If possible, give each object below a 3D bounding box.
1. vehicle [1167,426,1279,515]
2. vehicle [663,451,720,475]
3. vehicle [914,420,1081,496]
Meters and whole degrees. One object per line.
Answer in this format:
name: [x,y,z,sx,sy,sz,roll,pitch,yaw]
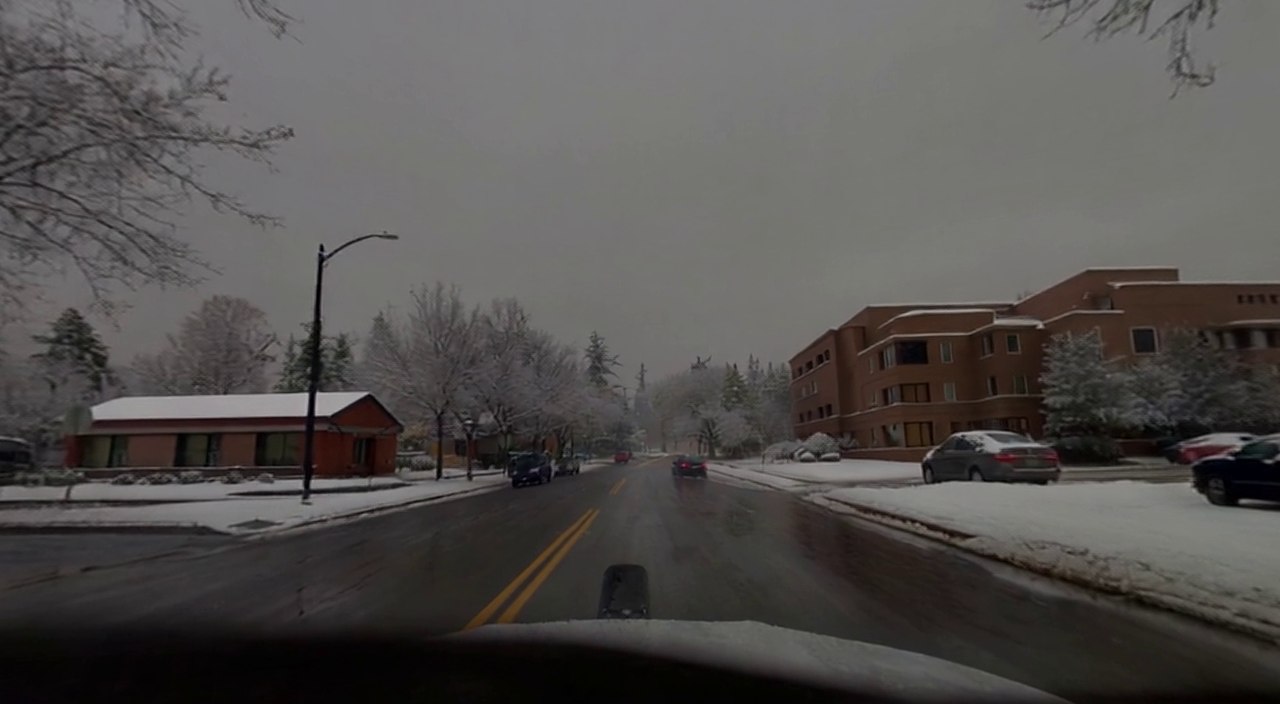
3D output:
vehicle: [12.178,2.070,11.054,1.903,1.528,4.374,0,-9,-3]
vehicle: [3.876,8.525,48.360,2.097,1.740,4.277,6,-11,-34]
vehicle: [9.795,3.046,17.845,2.018,1.840,4.662,-1,-11,1]
